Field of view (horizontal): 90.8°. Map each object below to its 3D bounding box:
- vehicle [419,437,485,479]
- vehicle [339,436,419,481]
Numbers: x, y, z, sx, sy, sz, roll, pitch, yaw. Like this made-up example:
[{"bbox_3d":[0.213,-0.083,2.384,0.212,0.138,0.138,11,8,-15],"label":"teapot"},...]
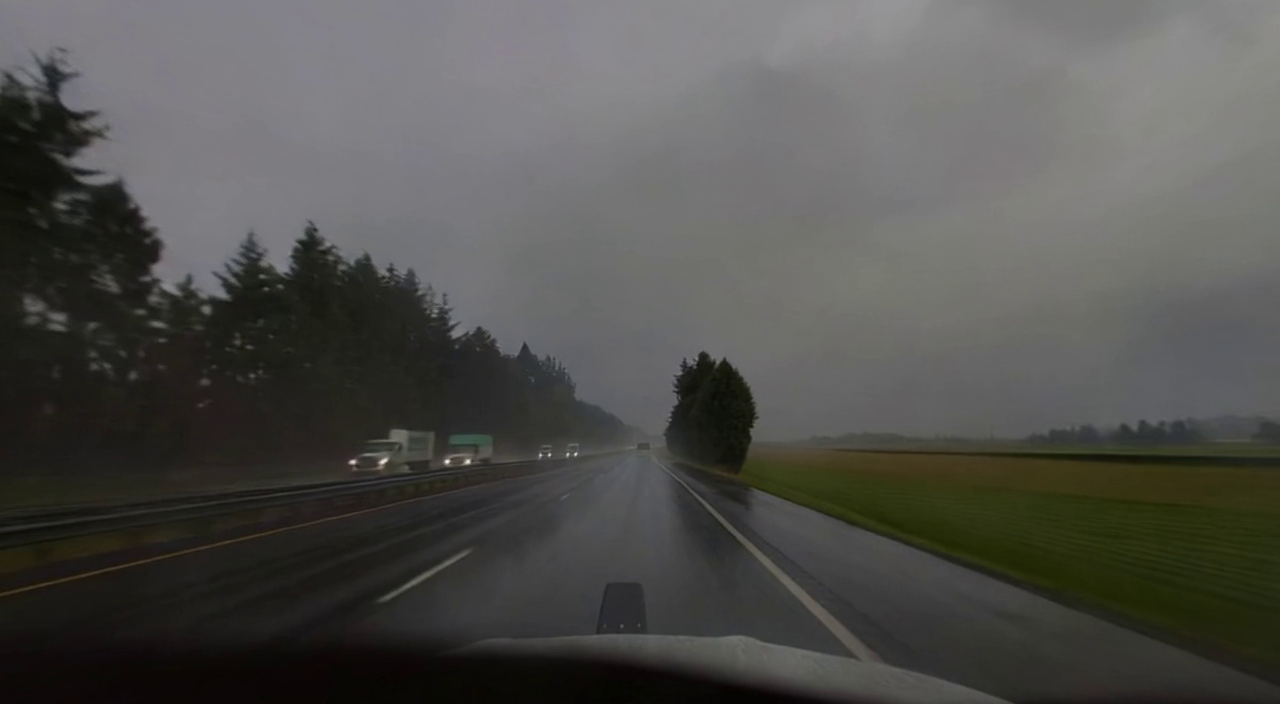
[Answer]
[{"bbox_3d":[-11.712,6.650,39.745,2.436,2.436,5.427,0,-9,1],"label":"vehicle"},{"bbox_3d":[-15.231,6.269,37.328,2.186,2.416,5.733,0,-9,1],"label":"vehicle"}]
